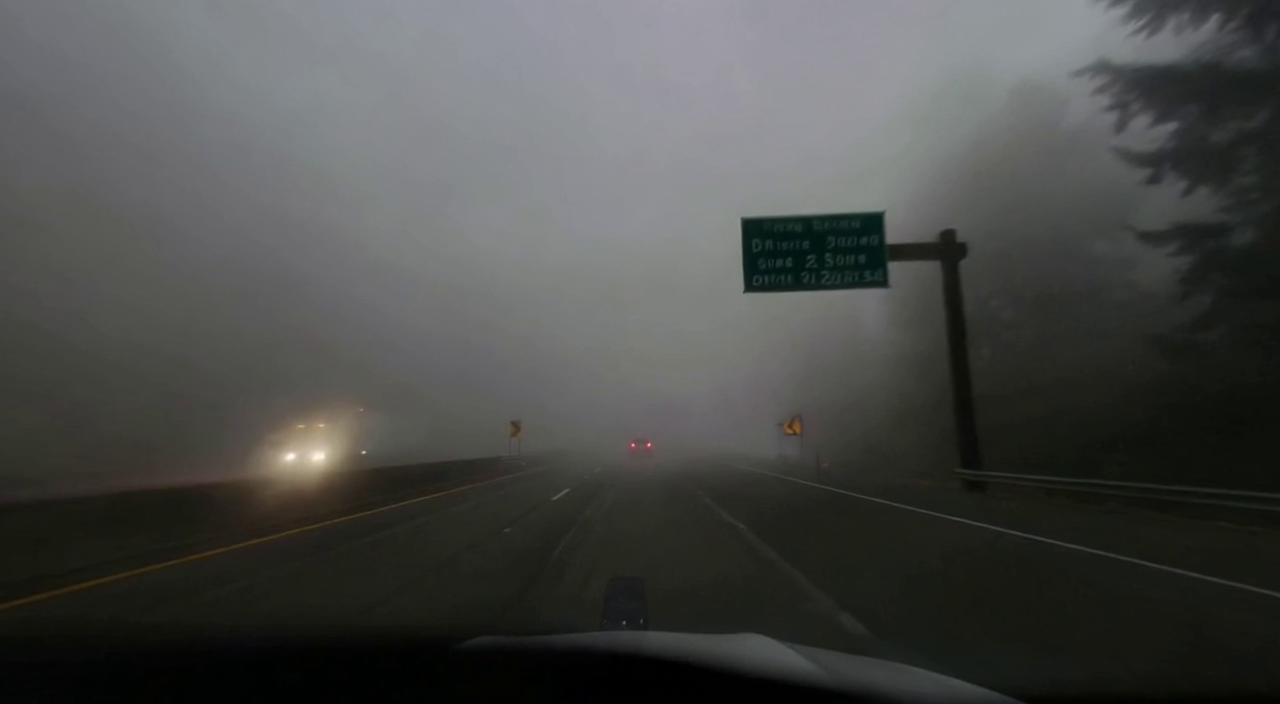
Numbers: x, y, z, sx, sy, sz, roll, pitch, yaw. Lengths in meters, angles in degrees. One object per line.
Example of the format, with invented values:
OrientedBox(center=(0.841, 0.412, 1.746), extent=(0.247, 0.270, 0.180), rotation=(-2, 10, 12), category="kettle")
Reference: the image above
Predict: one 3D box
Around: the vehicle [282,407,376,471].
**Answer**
OrientedBox(center=(-20.838, 5.906, 42.696), extent=(2.978, 3.938, 6.366), rotation=(0, -8, 1), category="vehicle")
